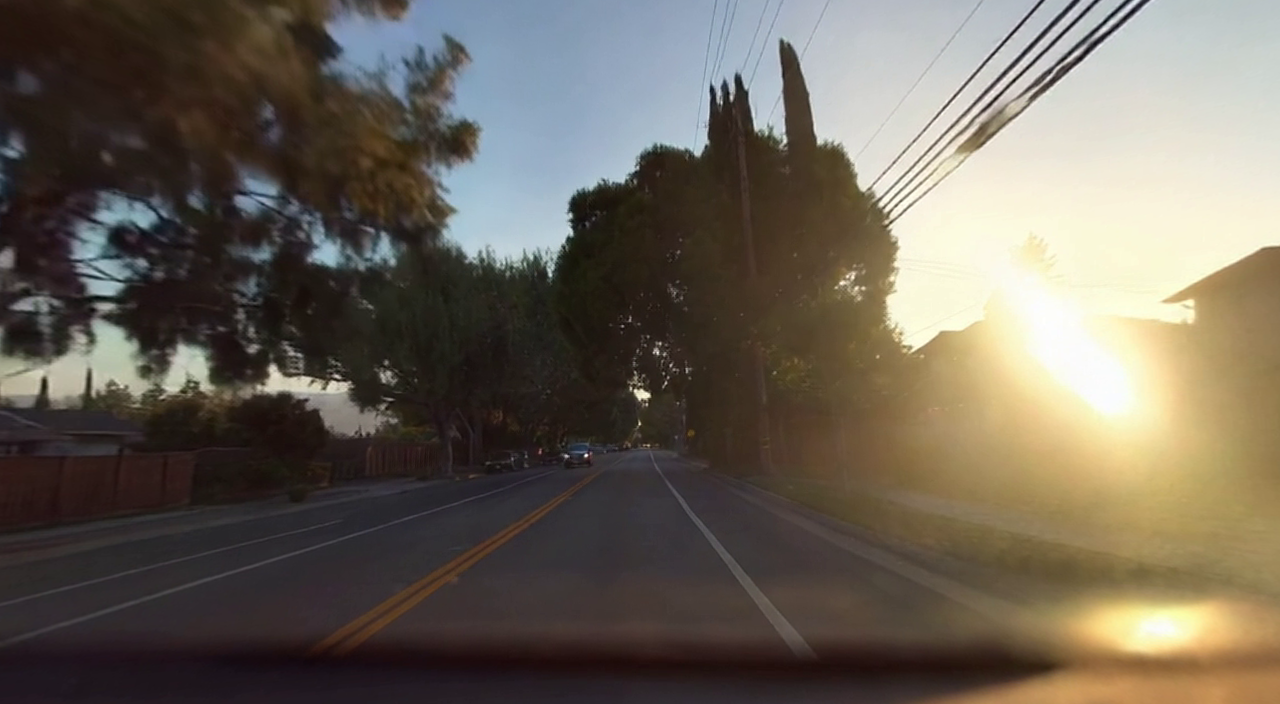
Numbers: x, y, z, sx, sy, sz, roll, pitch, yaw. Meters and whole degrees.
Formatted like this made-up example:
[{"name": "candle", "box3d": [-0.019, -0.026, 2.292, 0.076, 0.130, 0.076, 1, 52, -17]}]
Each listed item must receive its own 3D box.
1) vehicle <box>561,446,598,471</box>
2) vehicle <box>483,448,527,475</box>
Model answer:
[{"name": "vehicle", "box3d": [-3.827, 6.785, 40.588, 1.889, 1.503, 4.232, 0, -8, 1]}, {"name": "vehicle", "box3d": [-9.791, 7.983, 46.292, 2.269, 1.861, 4.422, 0, -8, 0]}]
